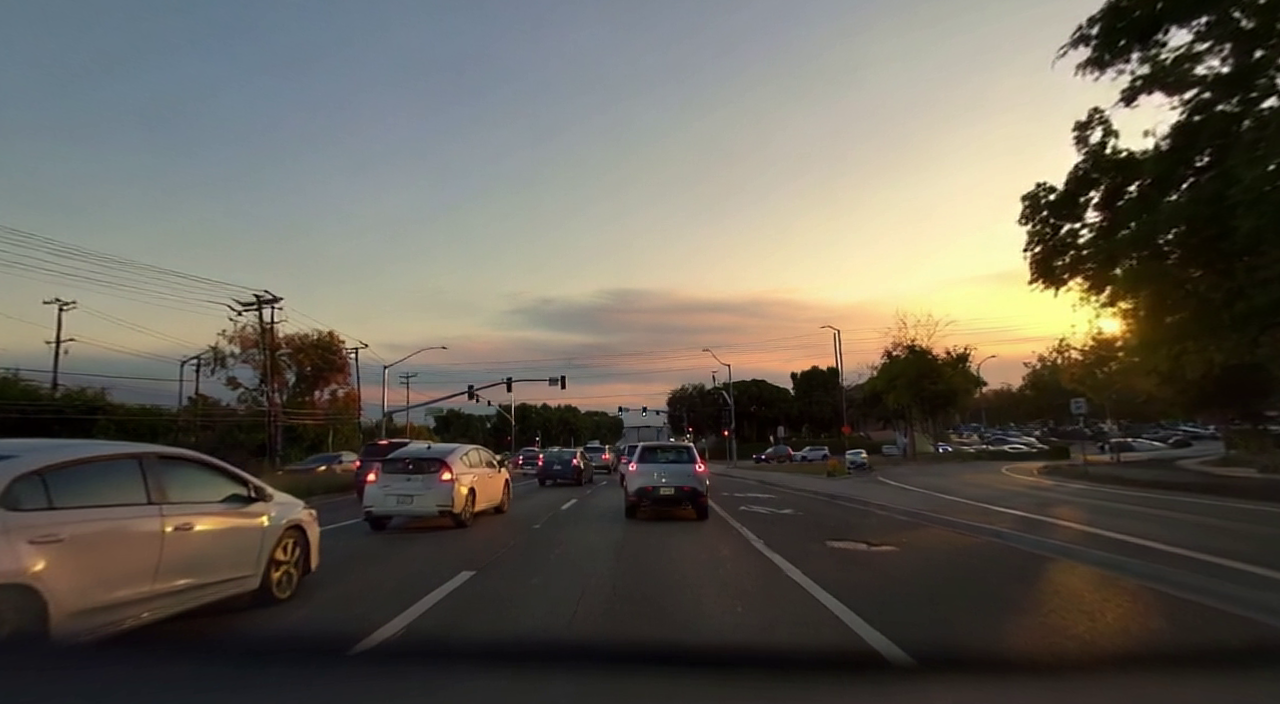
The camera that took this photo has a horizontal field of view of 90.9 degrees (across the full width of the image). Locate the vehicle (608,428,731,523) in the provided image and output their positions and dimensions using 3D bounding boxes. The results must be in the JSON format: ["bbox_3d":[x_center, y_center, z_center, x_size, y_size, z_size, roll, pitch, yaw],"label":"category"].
[{"bbox_3d":[0.597,2.537,13.396,2.205,1.691,3.937,-1,-9,2],"label":"vehicle"}]

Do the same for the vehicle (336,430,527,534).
[{"bbox_3d":[-3.717,2.404,12.270,2.018,1.621,4.441,-1,-9,2],"label":"vehicle"}]

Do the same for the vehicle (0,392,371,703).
[{"bbox_3d":[-3.812,1.215,4.415,1.999,1.563,4.007,0,-9,1],"label":"vehicle"}]

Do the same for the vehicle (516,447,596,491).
[{"bbox_3d":[-2.924,4.201,23.057,2.105,1.436,4.311,-1,-9,3],"label":"vehicle"}]
